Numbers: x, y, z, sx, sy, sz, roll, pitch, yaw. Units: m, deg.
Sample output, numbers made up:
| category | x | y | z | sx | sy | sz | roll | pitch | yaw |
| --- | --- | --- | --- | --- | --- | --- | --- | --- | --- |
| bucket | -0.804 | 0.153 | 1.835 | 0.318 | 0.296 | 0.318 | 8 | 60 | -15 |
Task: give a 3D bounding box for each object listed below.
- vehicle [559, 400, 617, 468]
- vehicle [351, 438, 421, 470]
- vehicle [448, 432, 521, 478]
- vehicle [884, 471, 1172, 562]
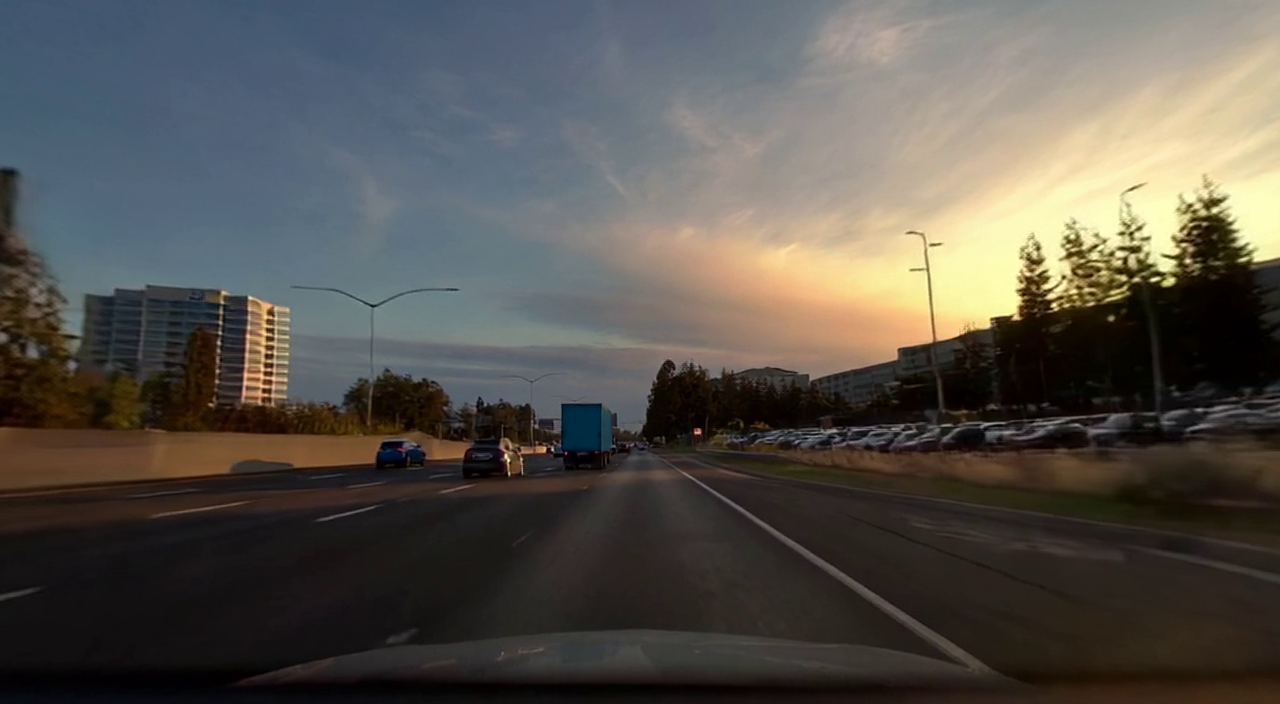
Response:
| category | x | y | z | sx | sy | sz | roll | pitch | yaw |
| --- | --- | --- | --- | --- | --- | --- | --- | --- | --- |
| vehicle | -3.361 | 5.854 | 44.266 | 2.905 | 4.037 | 12.921 | 0 | -8 | 0 |
| vehicle | -14.167 | 5.695 | 35.463 | 1.997 | 1.695 | 4.492 | 0 | -8 | 1 |
| vehicle | -6.719 | 4.505 | 27.802 | 2.058 | 1.840 | 4.443 | 0 | -8 | 0 |
| vehicle | 5.452 | 2.345 | 9.451 | 2.295 | 0.969 | 3.132 | 0 | -8 | -1 |
